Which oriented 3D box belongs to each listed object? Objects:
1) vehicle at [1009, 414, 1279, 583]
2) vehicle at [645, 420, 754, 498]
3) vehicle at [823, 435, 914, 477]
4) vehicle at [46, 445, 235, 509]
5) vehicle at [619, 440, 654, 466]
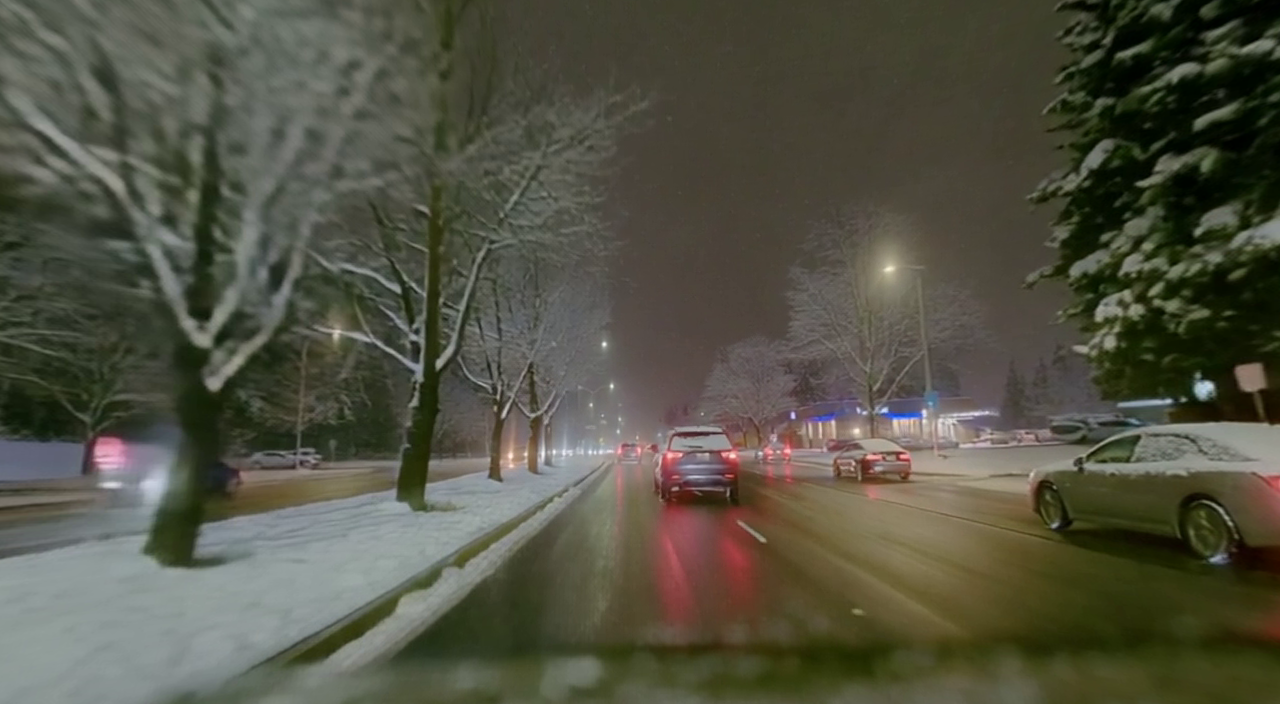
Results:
[{"bbox_3d":[6.676,1.568,7.428,1.994,1.488,4.313,0,-8,-1],"label":"vehicle"},{"bbox_3d":[1.459,2.955,17.826,2.300,1.870,4.936,0,-8,-3],"label":"vehicle"},{"bbox_3d":[9.120,4.182,25.658,1.894,1.517,4.419,0,-8,-2],"label":"vehicle"},{"bbox_3d":[-16.068,3.998,20.822,2.124,1.802,5.097,0,-8,-1],"label":"vehicle"},{"bbox_3d":[-0.220,6.171,38.792,2.050,1.504,4.024,0,-8,-1],"label":"vehicle"}]
